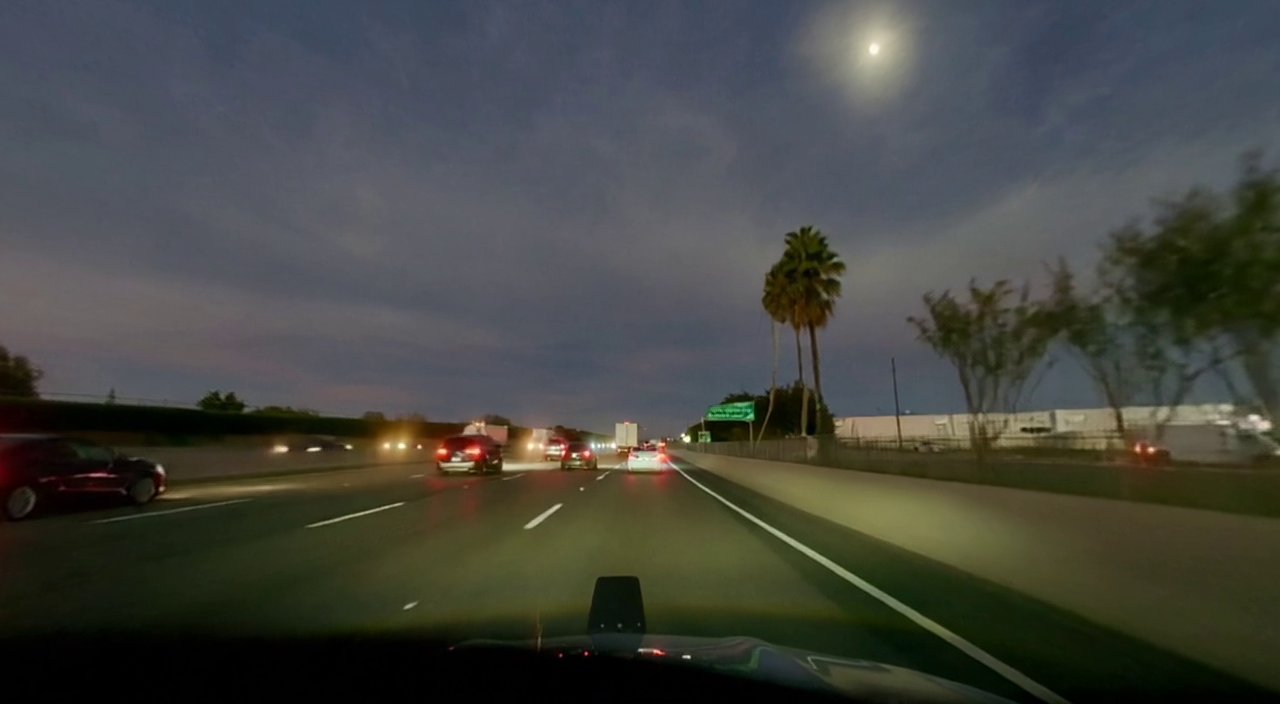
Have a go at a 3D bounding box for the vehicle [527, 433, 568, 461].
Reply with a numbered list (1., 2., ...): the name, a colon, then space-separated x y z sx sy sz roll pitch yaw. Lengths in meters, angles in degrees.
1. vehicle: -6.704 6.974 46.406 2.085 1.932 4.967 0 -8 2

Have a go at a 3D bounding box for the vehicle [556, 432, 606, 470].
1. vehicle: -3.074 5.244 33.598 2.108 1.832 4.549 0 -8 2

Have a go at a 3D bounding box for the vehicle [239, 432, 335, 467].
1. vehicle: -16.944 4.705 30.569 1.900 1.540 4.670 0 -8 1

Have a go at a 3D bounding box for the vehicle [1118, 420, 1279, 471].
1. vehicle: 35.225 5.838 39.670 2.768 2.798 9.669 0 -8 0

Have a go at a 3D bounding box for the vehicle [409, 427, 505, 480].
1. vehicle: -6.773 3.818 23.938 2.105 1.790 4.689 0 -8 2

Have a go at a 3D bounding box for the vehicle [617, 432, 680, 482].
1. vehicle: 0.289 3.860 23.480 2.136 1.678 4.052 0 -8 1

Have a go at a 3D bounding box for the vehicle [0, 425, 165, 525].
1. vehicle: -10.667 1.974 10.250 1.910 1.501 5.004 0 -8 1
